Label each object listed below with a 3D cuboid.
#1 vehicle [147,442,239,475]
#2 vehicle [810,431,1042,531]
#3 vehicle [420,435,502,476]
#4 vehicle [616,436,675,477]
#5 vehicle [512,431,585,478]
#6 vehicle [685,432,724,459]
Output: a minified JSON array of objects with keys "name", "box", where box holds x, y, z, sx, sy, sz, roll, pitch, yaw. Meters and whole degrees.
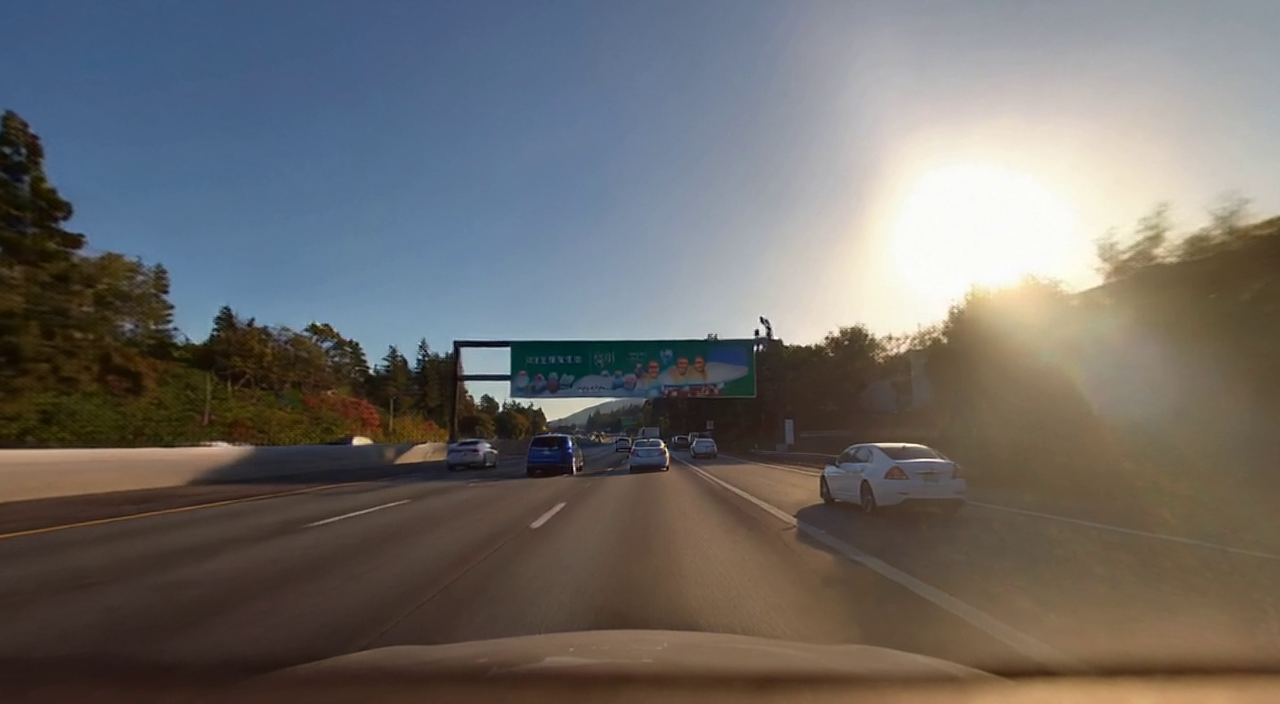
[{"name":"vehicle","box":[-21.369,5.074,30.315,1.747,1.443,3.579,0,-8,0]},{"name":"vehicle","box":[4.791,2.204,11.452,2.030,1.442,4.358,0,-8,-2]},{"name":"vehicle","box":[-7.120,4.158,25.636,1.932,1.497,4.458,0,-8,1]},{"name":"vehicle","box":[0.196,4.036,24.626,2.113,1.464,4.073,0,-8,0]},{"name":"vehicle","box":[-3.401,3.923,24.416,1.927,1.586,5.142,0,-8,2]},{"name":"vehicle","box":[4.490,6.608,44.626,2.261,1.781,4.709,0,-8,-1]}]
